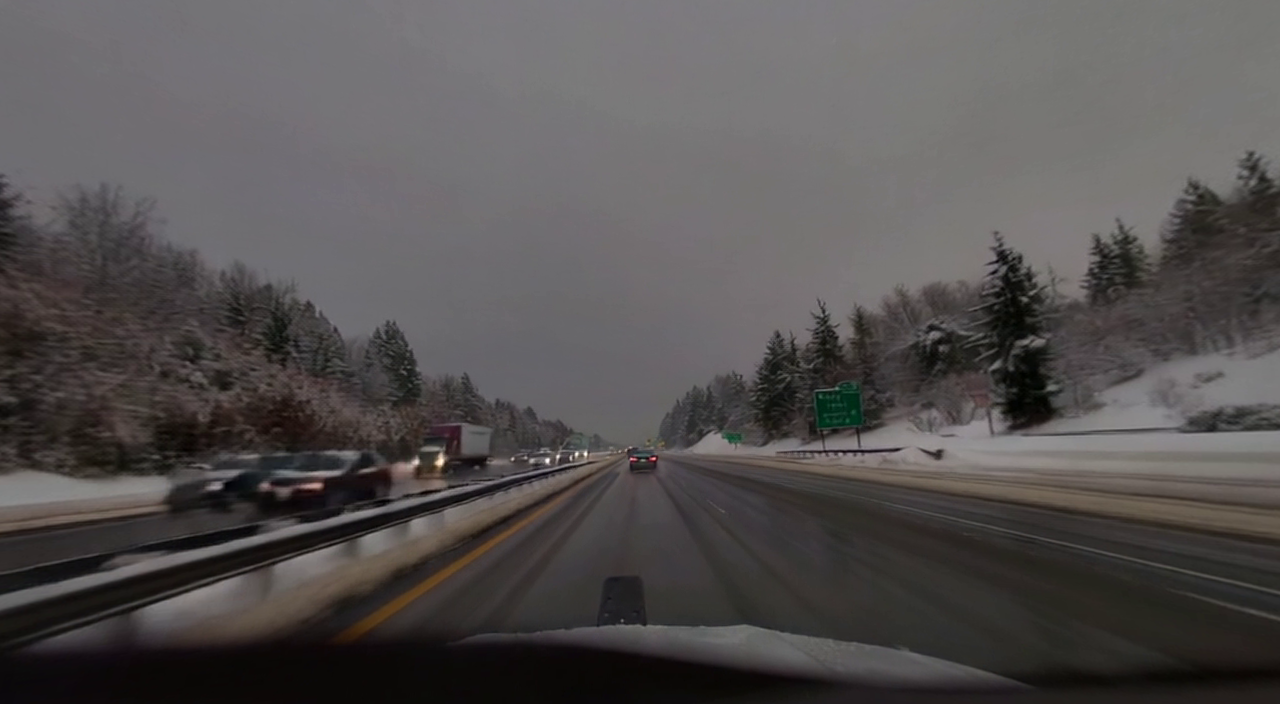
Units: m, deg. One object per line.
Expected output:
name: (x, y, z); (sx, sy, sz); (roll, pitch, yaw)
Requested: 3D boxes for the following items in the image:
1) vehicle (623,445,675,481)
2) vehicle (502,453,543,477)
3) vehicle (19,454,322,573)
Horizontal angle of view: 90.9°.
vehicle: (0.380, 5.031, 28.798); (2.177, 1.520, 4.278); (0, -9, 0)
vehicle: (-8.066, 7.777, 43.695); (1.920, 1.533, 4.730); (0, -9, 1)
vehicle: (-6.997, 2.383, 10.003); (1.956, 1.486, 3.661); (0, -9, 0)
